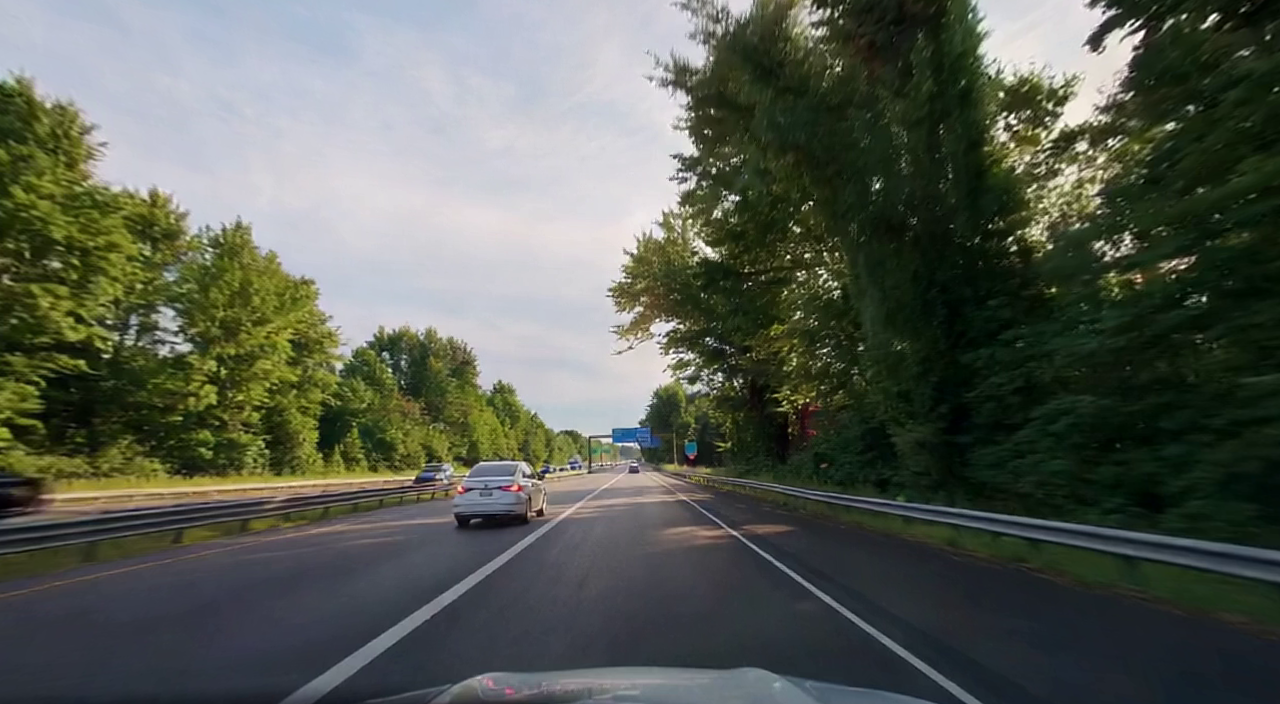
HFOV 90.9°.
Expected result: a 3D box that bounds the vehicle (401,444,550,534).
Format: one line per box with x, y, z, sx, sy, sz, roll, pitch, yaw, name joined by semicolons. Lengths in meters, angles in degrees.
-3.382;2.949;13.911;2.104;1.655;4.039;0;-10;1;vehicle
